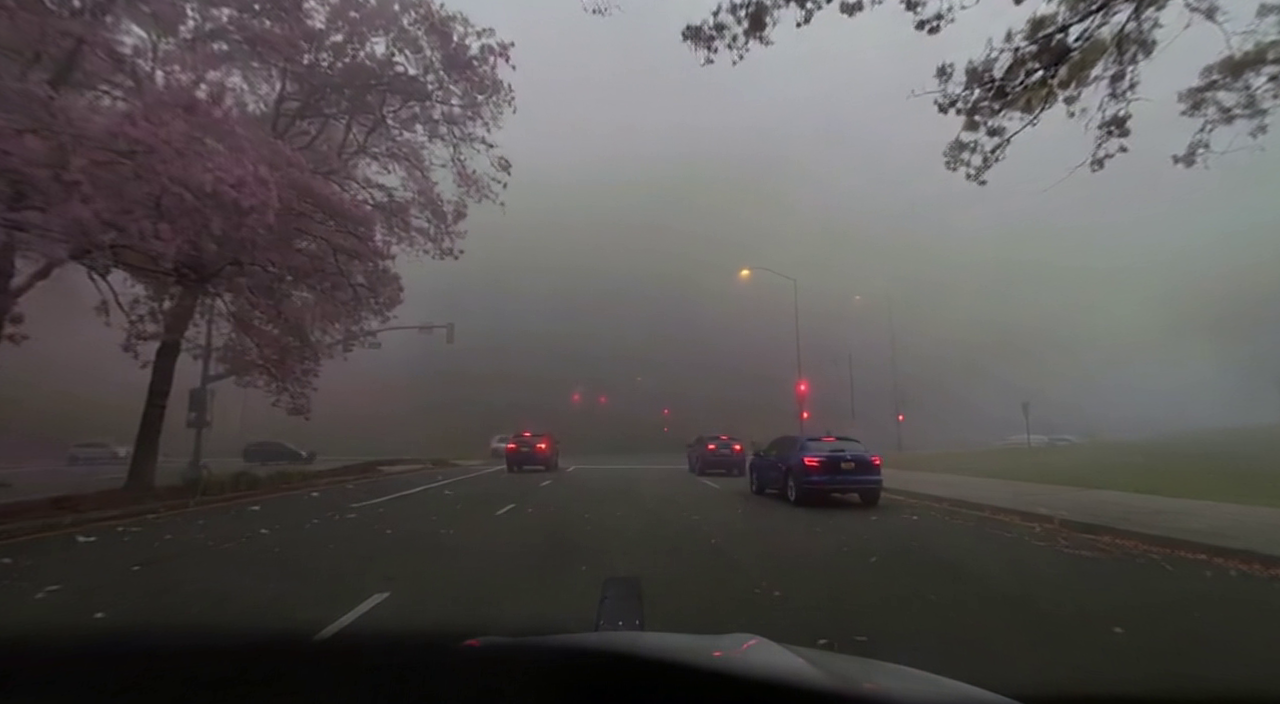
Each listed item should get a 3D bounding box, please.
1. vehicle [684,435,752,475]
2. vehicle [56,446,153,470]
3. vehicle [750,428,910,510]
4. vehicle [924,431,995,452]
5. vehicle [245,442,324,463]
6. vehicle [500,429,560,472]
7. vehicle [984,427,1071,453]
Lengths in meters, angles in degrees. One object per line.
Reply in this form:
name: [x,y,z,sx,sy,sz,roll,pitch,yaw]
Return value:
vehicle: [3.059,4.179,25.814,2.007,1.466,4.291,0,-8,-3]
vehicle: [-35.160,6.938,41.563,4.526,1.452,1.920,0,-8,-3]
vehicle: [3.952,2.505,14.042,2.019,1.518,4.285,0,-8,-3]
vehicle: [22.769,6.387,45.050,4.097,1.436,1.739,0,-8,-3]
vehicle: [-25.490,7.187,45.438,4.549,1.439,1.794,0,-8,-3]
vehicle: [-4.797,4.363,28.153,1.995,1.703,4.367,0,-8,-2]
vehicle: [25.350,5.786,41.424,4.520,1.640,1.825,0,-8,-3]
